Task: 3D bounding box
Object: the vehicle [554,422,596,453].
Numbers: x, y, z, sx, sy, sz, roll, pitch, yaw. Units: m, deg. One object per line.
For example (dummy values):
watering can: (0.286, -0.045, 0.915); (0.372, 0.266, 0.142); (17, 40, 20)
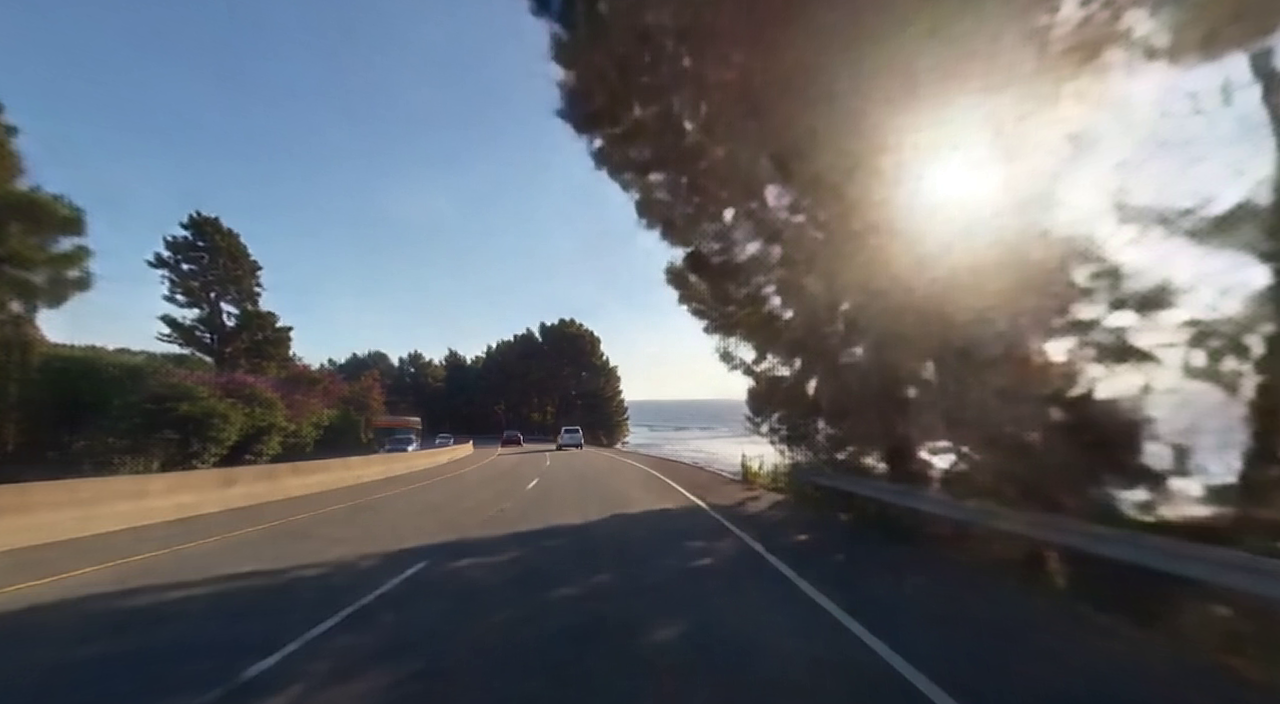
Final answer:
vehicle: (-4.975, 6.500, 47.678); (2.632, 2.162, 5.529); (2, -9, -11)
